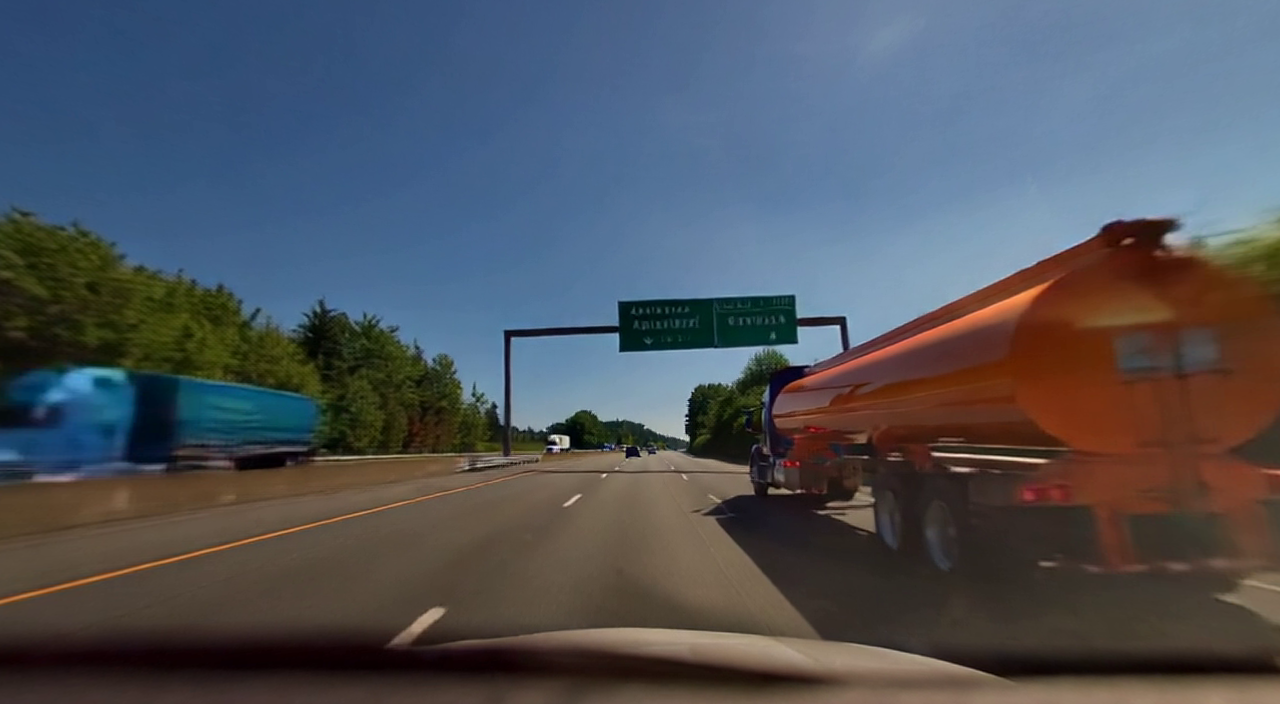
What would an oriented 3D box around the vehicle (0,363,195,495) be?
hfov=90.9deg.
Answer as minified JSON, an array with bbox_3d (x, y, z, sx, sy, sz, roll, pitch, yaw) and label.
[{"bbox_3d":[-19.007,2.715,21.553,2.983,3.887,5.918,0,-9,0],"label":"vehicle"}]

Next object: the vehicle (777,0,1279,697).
[{"bbox_3d":[4.353,0.012,6.118,2.784,4.080,13.516,-2,-9,-1],"label":"vehicle"}]
